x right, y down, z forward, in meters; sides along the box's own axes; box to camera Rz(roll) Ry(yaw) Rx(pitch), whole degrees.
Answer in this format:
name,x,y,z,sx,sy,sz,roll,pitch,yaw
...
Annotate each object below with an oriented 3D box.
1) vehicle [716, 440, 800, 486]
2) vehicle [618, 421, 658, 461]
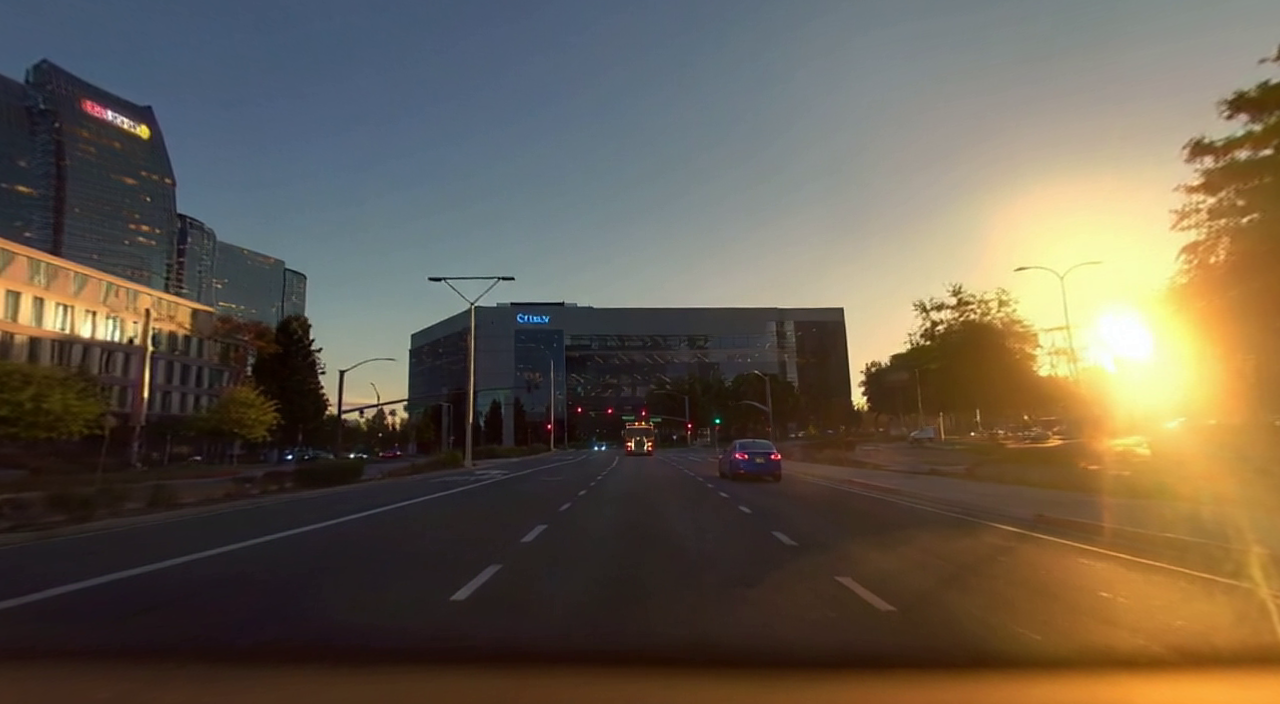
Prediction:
name,x,y,z,sx,sy,sz,roll,pitch,yaw
vehicle,4.035,3.880,22.468,2.005,1.442,4.675,0,-8,-1
vehicle,-0.115,6.942,49.191,2.833,2.879,6.572,0,-8,1
